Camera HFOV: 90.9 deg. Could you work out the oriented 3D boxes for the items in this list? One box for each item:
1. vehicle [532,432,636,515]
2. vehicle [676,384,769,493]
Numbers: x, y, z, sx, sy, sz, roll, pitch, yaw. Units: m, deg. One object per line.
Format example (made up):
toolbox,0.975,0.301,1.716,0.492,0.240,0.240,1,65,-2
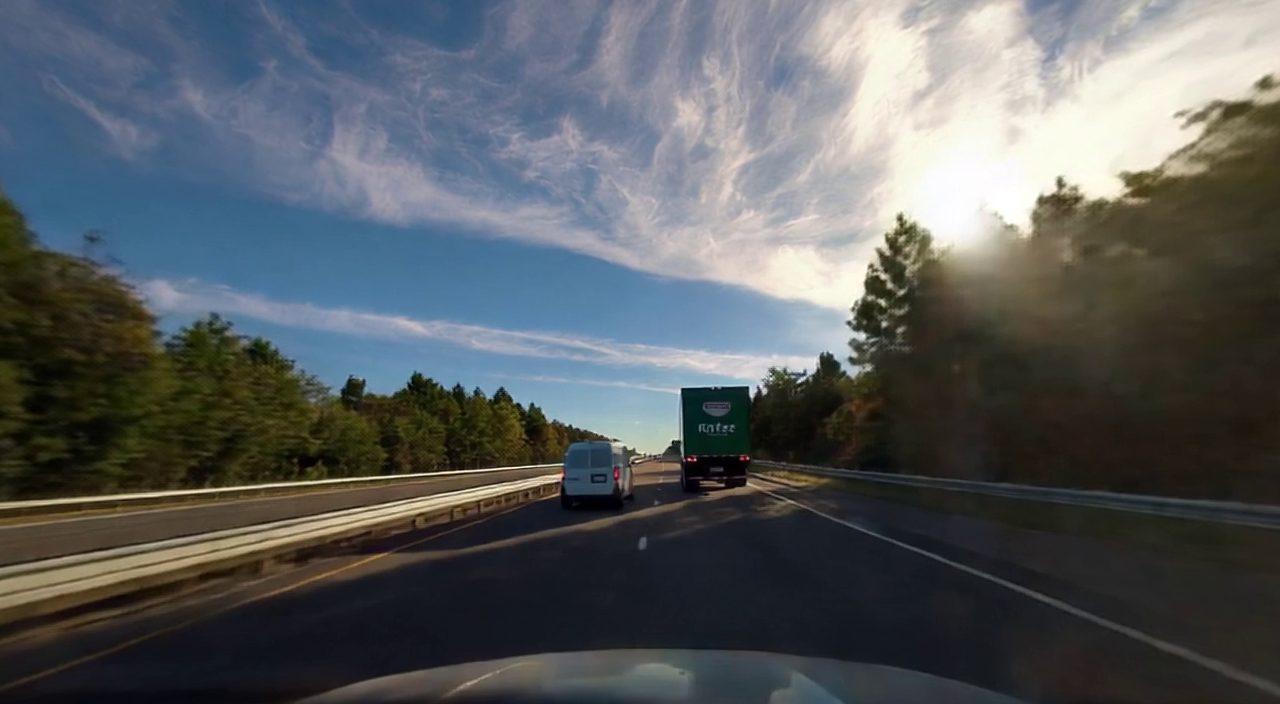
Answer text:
vehicle,-1.297,3.119,16.561,2.105,1.865,4.102,-1,-9,4
vehicle,3.388,4.173,29.568,3.030,3.985,12.707,0,-9,2
